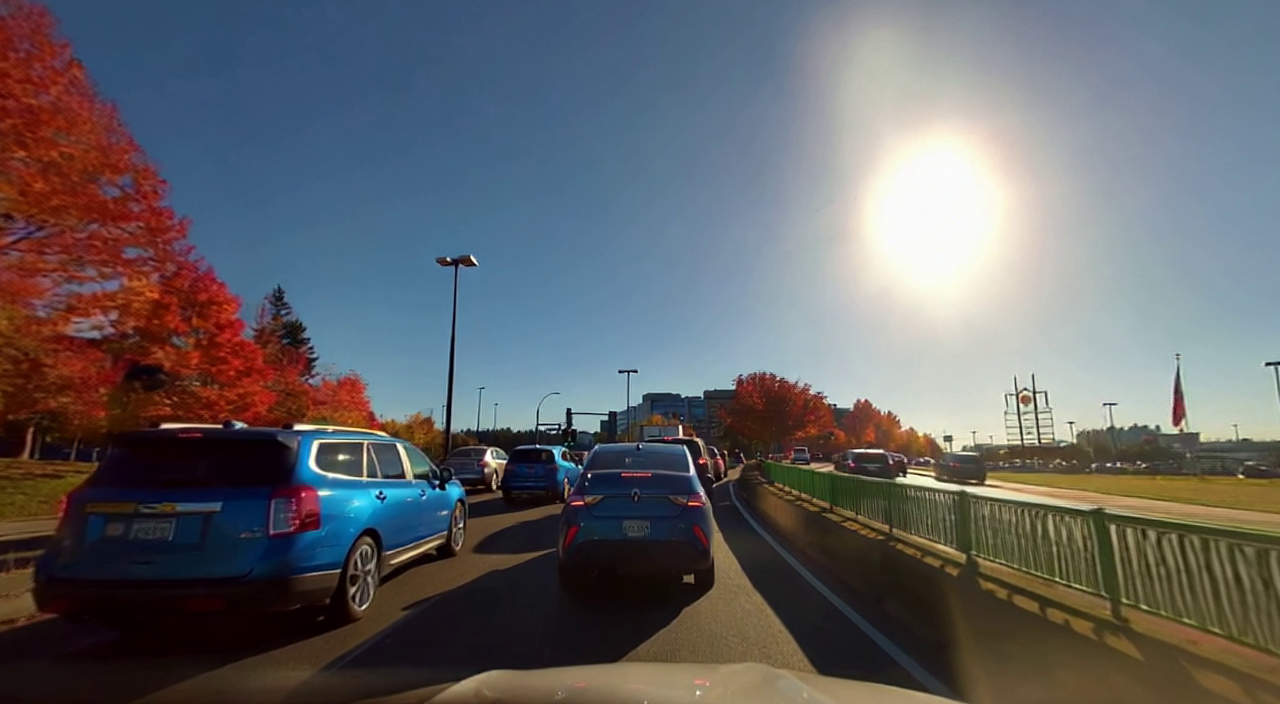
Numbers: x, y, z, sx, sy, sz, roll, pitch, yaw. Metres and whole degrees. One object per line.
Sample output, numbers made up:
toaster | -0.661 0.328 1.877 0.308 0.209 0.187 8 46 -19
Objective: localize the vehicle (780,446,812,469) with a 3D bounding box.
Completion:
vehicle | 11.151 7.539 45.142 1.944 1.544 4.301 -1 -9 11

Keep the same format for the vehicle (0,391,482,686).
vehicle | -3.093 1.367 5.766 1.988 1.635 4.260 0 -9 3

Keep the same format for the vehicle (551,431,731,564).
vehicle | 0.138 2.020 9.525 2.090 1.506 4.276 0 -9 4

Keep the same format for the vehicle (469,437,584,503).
vehicle | -2.934 3.178 17.424 1.974 1.549 4.603 0 -9 5

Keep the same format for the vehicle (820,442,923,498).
vehicle | 7.521 3.851 21.001 2.011 1.610 4.568 0 -9 4

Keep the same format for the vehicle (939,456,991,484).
vehicle | 21.939 7.938 42.655 1.946 1.649 4.326 -1 -9 11
